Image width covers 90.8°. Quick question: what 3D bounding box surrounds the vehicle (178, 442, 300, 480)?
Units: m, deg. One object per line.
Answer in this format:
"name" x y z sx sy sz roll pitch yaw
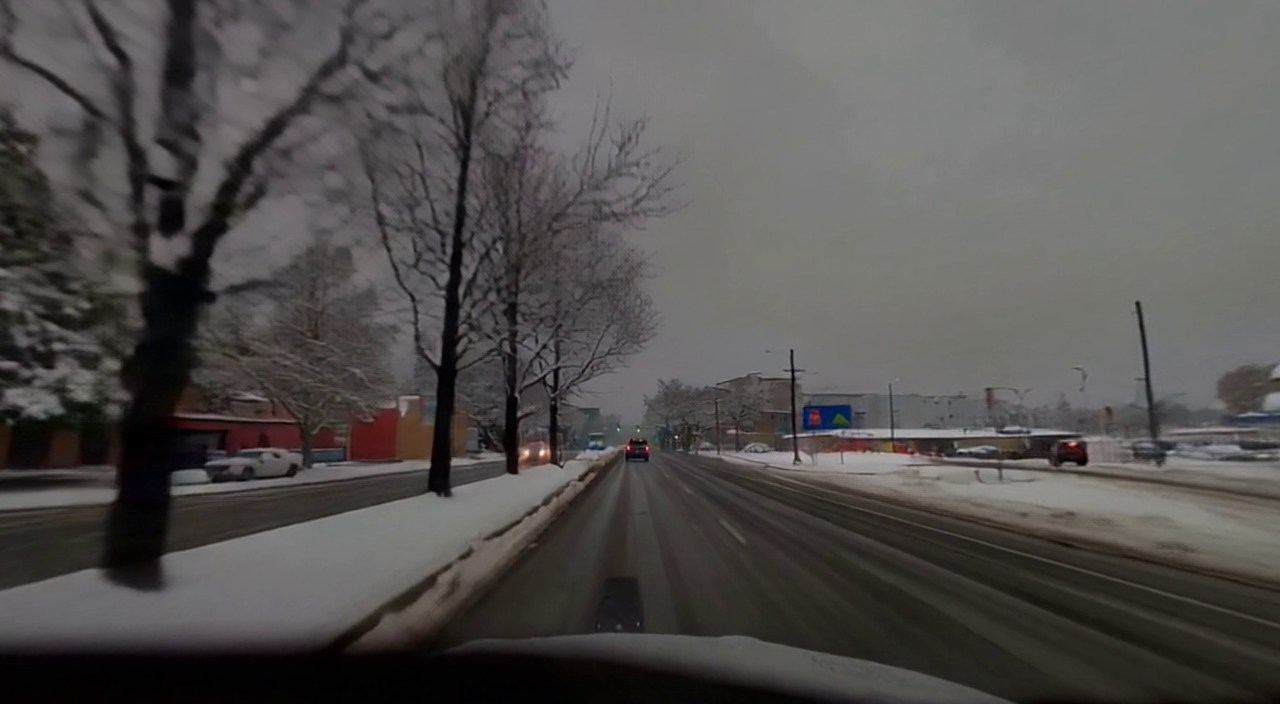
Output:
"vehicle" -23.103 6.269 36.743 5.745 1.920 2.281 3 -9 -30

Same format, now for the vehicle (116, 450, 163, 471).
"vehicle" -37.563 8.099 47.405 3.953 1.457 1.920 -7 -11 40

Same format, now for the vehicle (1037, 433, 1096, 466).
"vehicle" 31.111 7.097 46.239 2.541 2.248 5.629 -4 -9 24

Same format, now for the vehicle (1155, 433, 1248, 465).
"vehicle" 36.058 6.215 40.599 4.710 1.864 1.949 0 -8 -13
